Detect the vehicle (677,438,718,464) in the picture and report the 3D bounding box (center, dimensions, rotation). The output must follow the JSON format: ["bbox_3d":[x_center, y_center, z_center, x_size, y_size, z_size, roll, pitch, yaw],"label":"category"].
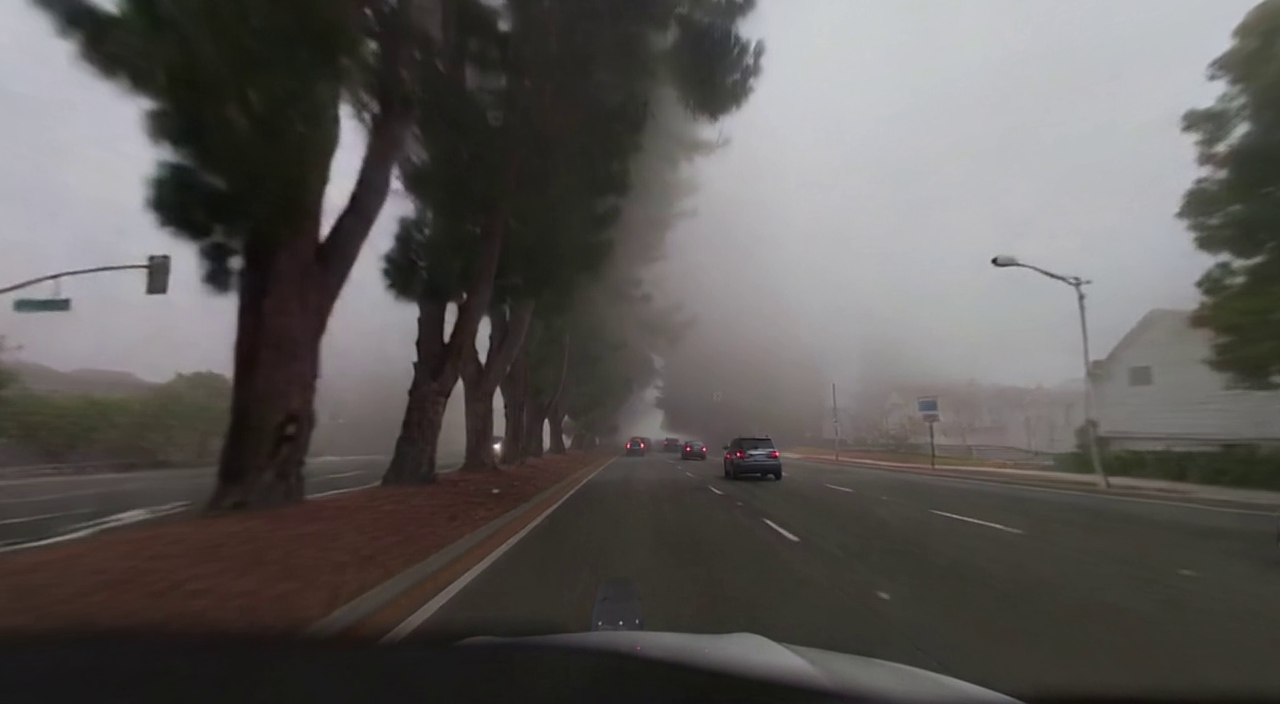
[{"bbox_3d":[3.470,6.140,39.108,2.064,1.474,4.389,0,-9,-1],"label":"vehicle"}]

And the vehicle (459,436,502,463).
[{"bbox_3d":[-10.742,6.620,42.886,2.058,1.716,4.266,1,-9,-3],"label":"vehicle"}]

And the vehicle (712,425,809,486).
[{"bbox_3d":[3.871,3.474,21.327,2.209,1.813,4.724,0,-9,-2],"label":"vehicle"}]

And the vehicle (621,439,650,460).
[{"bbox_3d":[-0.341,6.958,44.991,1.988,1.418,4.214,0,-9,-1],"label":"vehicle"}]
